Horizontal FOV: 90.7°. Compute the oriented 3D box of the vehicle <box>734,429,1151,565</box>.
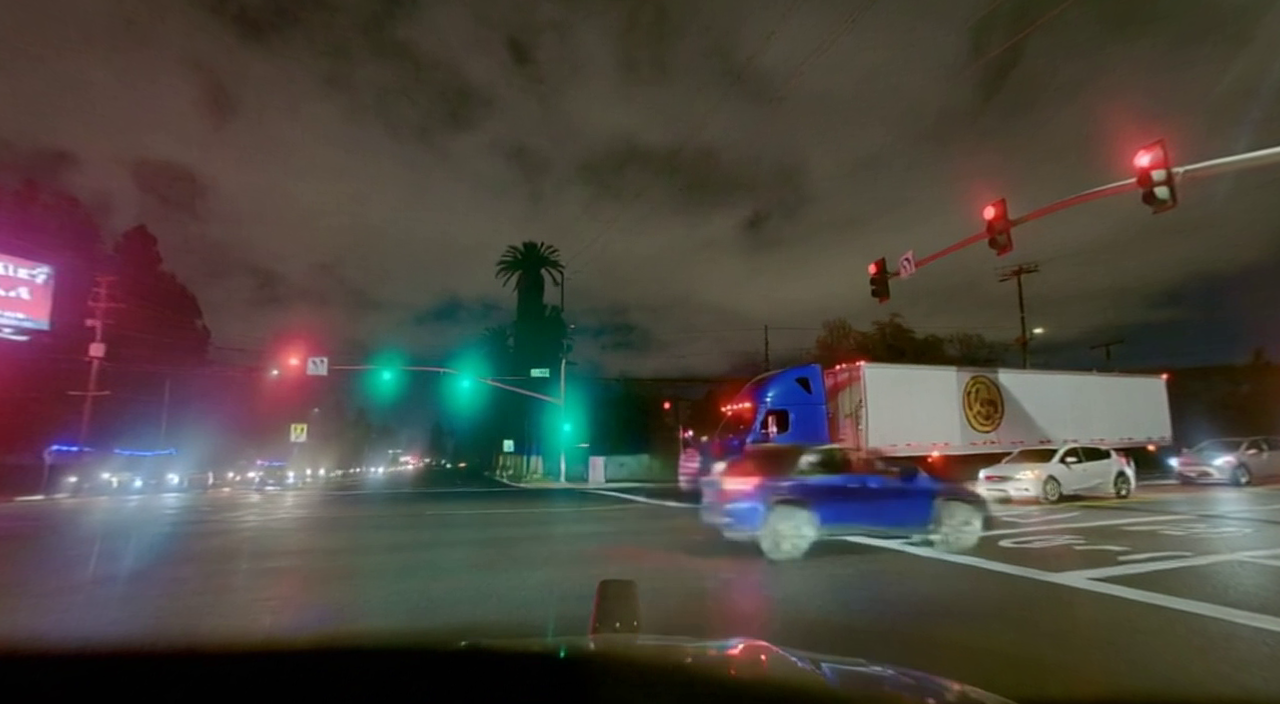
[{"bbox_3d":[4.109,1.856,8.811,5.114,1.492,2.040,2,-9,-17],"label":"vehicle"}]

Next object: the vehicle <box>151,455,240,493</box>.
[{"bbox_3d":[-23.239,6.370,33.331,2.028,1.744,4.876,1,-9,-12],"label":"vehicle"}]

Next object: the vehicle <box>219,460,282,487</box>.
[{"bbox_3d":[-25.310,7.860,41.322,1.834,1.521,4.970,1,-9,-12],"label":"vehicle"}]

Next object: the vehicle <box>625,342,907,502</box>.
[{"bbox_3d":[3.873,2.251,20.008,8.167,4.352,3.029,2,-9,-18],"label":"vehicle"}]

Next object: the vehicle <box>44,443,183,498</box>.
[{"bbox_3d":[-27.747,6.213,33.775,2.989,2.573,6.053,1,-9,-11],"label":"vehicle"}]
